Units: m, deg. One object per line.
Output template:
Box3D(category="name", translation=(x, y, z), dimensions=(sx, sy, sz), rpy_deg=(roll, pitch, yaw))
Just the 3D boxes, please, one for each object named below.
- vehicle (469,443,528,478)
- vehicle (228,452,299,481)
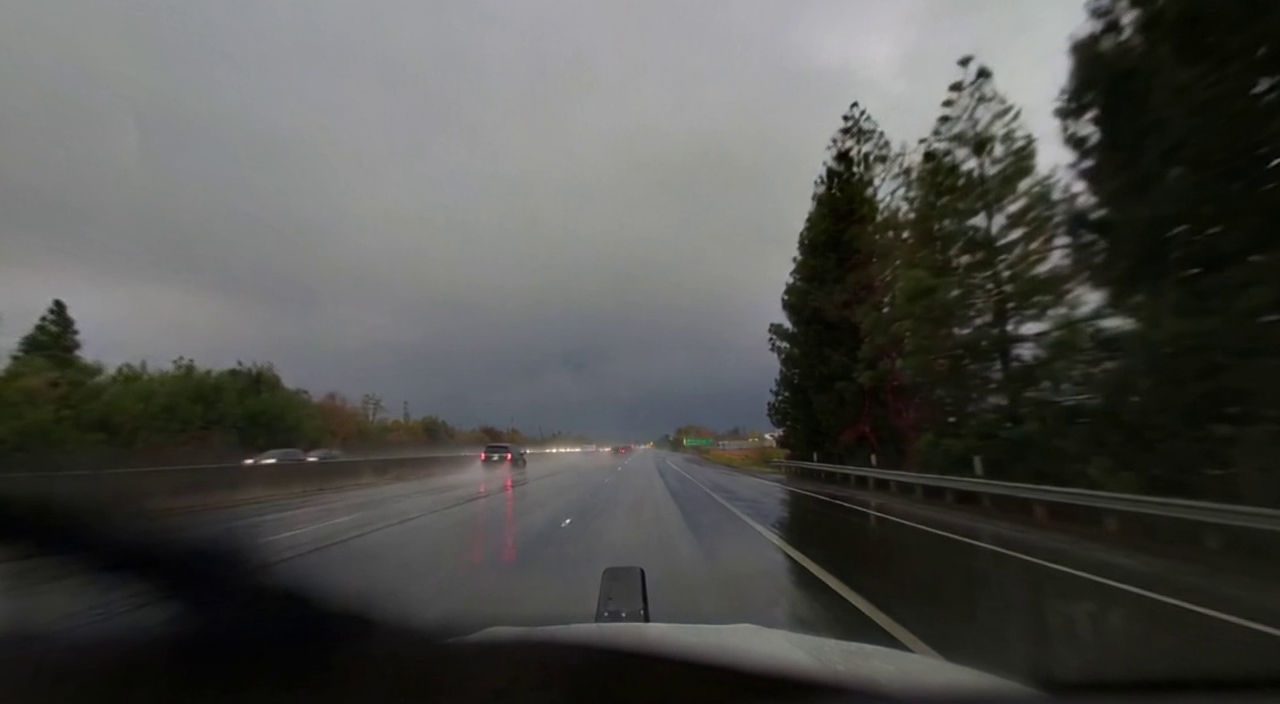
Box3D(category="vehicle", translation=(-7.311, 5.604, 32.936), dimensions=(2.021, 1.699, 4.324), rpy_deg=(-1, -8, 1))
Box3D(category="vehicle", translation=(-24.525, 7.443, 41.263), dimensions=(1.926, 1.679, 4.399), rpy_deg=(-1, -8, 0))
